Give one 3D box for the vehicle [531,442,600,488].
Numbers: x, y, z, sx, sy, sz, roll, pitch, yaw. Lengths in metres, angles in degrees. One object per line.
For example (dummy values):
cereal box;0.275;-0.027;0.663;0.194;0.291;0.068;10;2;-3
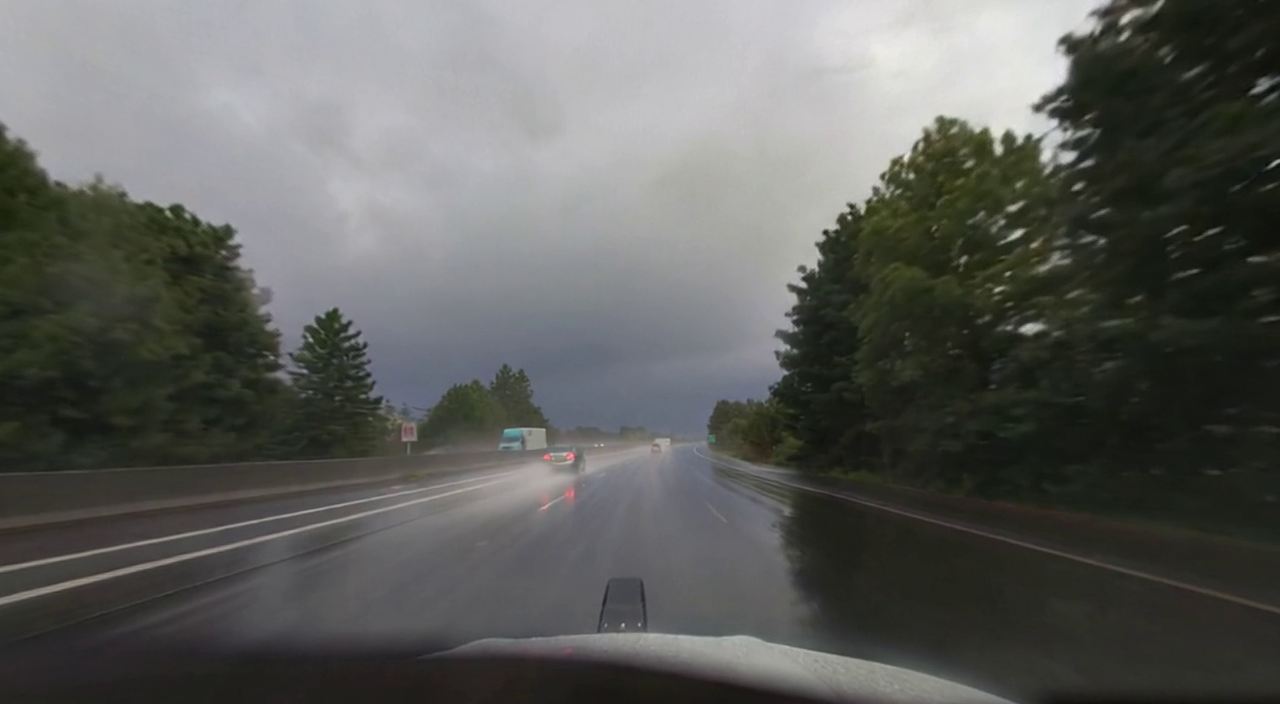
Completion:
vehicle;-2.708;4.245;23.920;1.959;1.571;4.313;-1;-9;2
